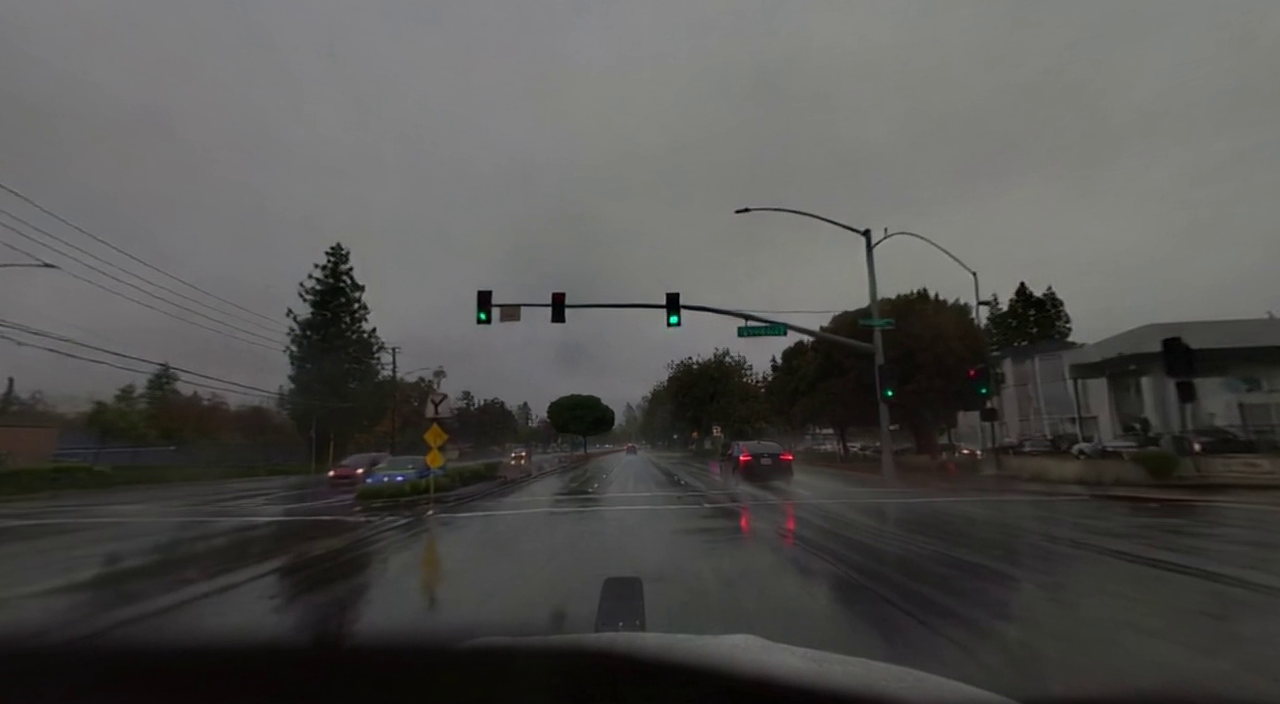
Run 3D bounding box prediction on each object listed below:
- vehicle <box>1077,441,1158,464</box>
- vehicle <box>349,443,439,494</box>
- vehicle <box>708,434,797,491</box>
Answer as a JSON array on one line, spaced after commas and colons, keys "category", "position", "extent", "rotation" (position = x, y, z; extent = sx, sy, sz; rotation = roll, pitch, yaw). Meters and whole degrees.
[{"category": "vehicle", "position": [34.610, 7.292, 45.825], "extent": [4.236, 1.632, 1.892], "rotation": [0, -8, 1]}, {"category": "vehicle", "position": [-9.197, 4.341, 24.016], "extent": [1.816, 1.478, 4.404], "rotation": [-2, -6, -2]}, {"category": "vehicle", "position": [3.635, 3.667, 21.294], "extent": [2.128, 1.699, 4.222], "rotation": [0, -8, -1]}]
